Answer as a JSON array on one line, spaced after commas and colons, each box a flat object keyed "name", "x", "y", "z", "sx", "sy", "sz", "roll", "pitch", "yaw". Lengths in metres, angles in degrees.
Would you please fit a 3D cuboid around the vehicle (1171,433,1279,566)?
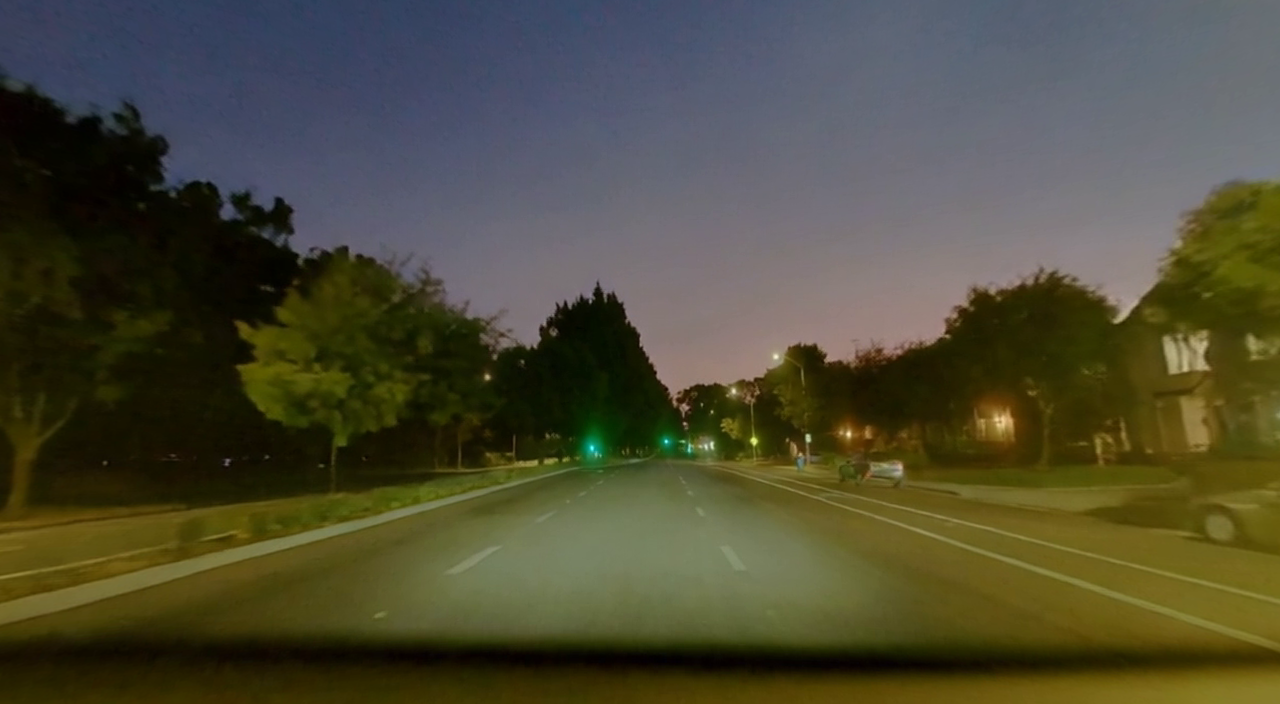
[{"name": "vehicle", "x": 9.356, "y": 1.812, "z": 7.584, "sx": 1.990, "sy": 1.728, "sz": 4.597, "roll": -1, "pitch": -9, "yaw": 1}]

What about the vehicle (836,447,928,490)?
[{"name": "vehicle", "x": 9.766, "y": 4.729, "z": 25.913, "sx": 2.076, "sy": 1.547, "sz": 4.398, "roll": -1, "pitch": -9, "yaw": 1}]
